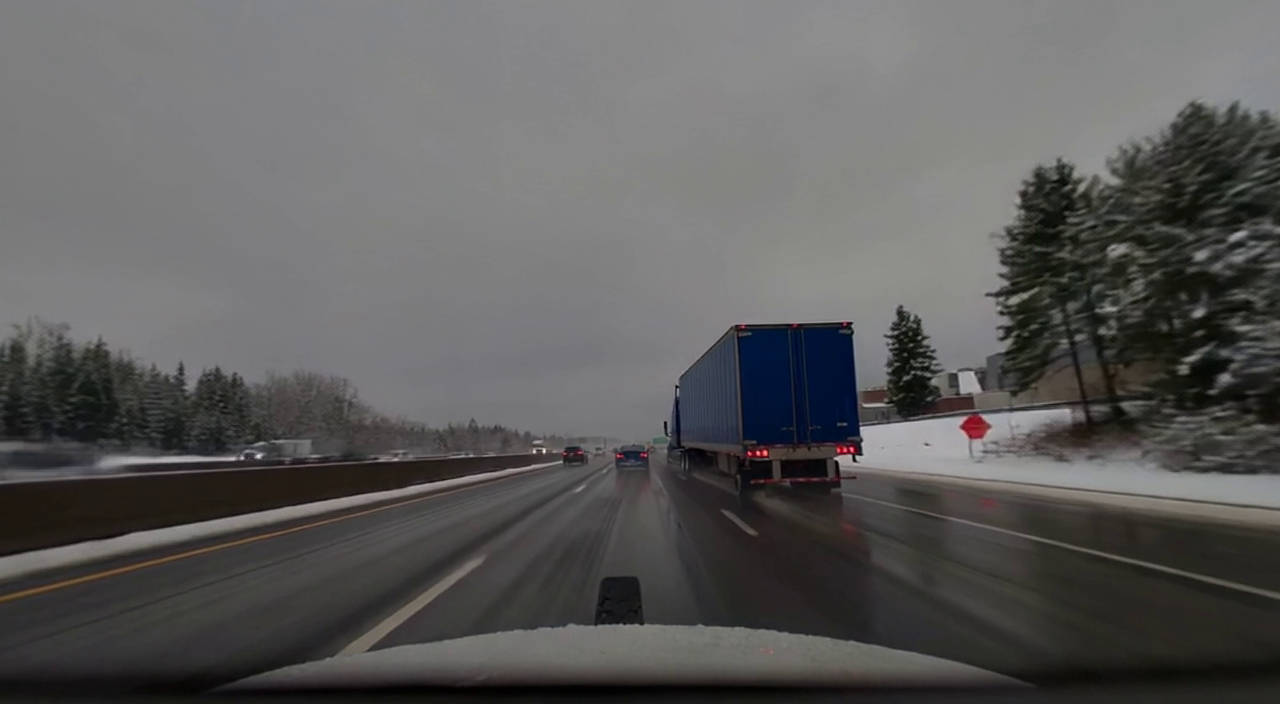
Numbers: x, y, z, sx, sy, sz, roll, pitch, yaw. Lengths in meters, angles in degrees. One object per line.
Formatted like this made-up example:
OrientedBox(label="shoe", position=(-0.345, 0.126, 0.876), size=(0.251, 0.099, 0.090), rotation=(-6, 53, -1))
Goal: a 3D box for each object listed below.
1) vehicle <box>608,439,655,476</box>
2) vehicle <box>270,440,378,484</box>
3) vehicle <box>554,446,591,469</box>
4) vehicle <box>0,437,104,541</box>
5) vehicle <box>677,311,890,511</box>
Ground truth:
OrientedBox(label="vehicle", position=(-0.385, 5.235, 31.542), size=(2.191, 1.685, 4.015), rotation=(0, -9, 0))
OrientedBox(label="vehicle", position=(-14.186, 4.945, 28.797), size=(2.094, 1.806, 5.307), rotation=(0, -9, 1))
OrientedBox(label="vehicle", position=(-4.467, 7.050, 42.444), size=(1.995, 1.491, 4.317), rotation=(0, -9, 0))
OrientedBox(label="vehicle", position=(-10.180, 1.885, 8.546), size=(2.009, 1.472, 4.305), rotation=(0, -9, 1))
OrientedBox(label="vehicle", position=(3.387, 2.385, 20.982), size=(2.996, 4.123, 15.965), rotation=(0, -9, -1))
